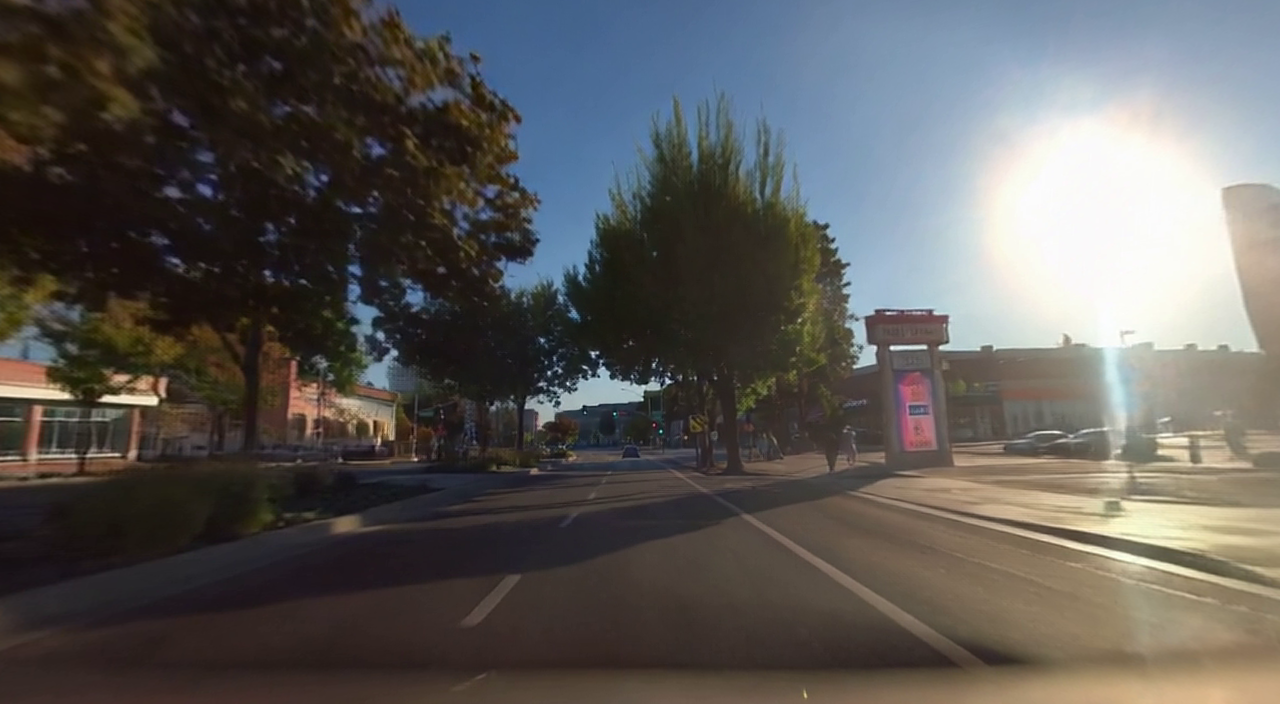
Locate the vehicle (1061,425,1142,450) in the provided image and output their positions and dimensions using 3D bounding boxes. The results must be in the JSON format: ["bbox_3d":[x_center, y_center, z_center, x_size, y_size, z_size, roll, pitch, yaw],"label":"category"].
[{"bbox_3d":[31.675,5.883,43.306,4.051,1.611,1.944,1,-8,-2],"label":"vehicle"}]
